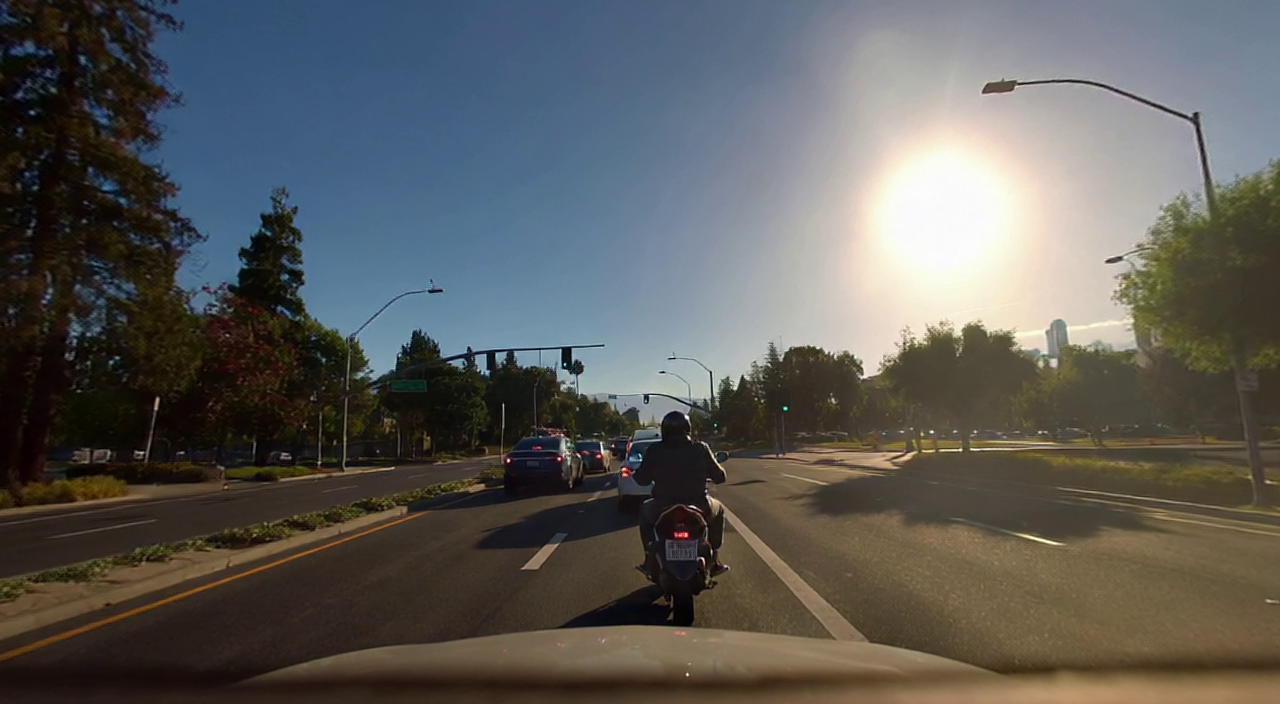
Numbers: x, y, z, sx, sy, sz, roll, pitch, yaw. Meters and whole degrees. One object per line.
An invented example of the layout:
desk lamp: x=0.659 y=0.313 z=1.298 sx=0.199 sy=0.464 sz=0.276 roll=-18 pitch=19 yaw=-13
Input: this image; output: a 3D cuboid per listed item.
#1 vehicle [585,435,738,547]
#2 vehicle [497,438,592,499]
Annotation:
vehicle: x=0.324 y=2.169 z=10.669 sx=2.009 sy=1.450 sz=4.608 roll=-1 pitch=-8 yaw=1
vehicle: x=-2.554 y=3.216 z=17.855 sx=1.979 sy=1.499 sz=3.840 roll=-1 pitch=-8 yaw=2
